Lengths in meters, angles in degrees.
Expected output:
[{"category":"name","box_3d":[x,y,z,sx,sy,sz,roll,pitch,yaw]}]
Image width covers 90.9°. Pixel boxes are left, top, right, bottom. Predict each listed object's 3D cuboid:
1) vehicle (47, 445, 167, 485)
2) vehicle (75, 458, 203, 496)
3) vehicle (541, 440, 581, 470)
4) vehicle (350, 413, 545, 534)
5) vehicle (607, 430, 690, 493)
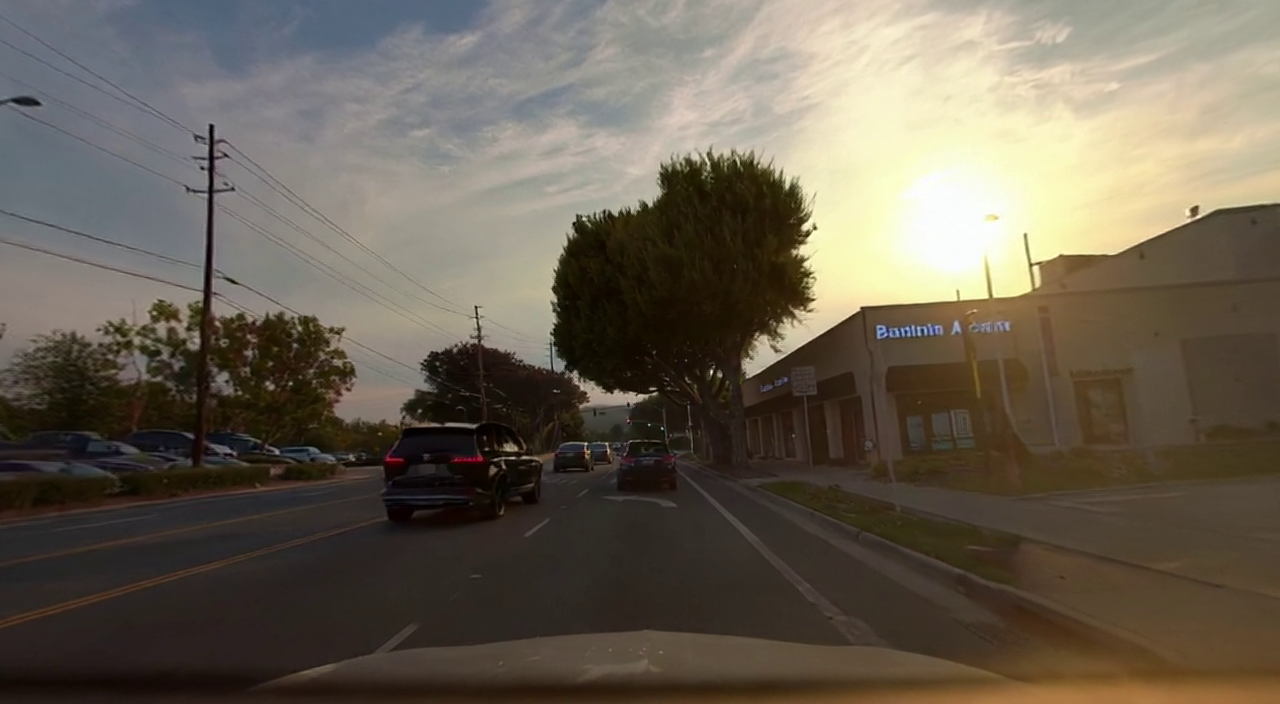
[{"category":"vehicle","box_3d":[-29.304,6.193,34.751,4.703,2.084,2.143,0,-9,4]},{"category":"vehicle","box_3d":[-23.033,5.725,29.250,1.862,1.468,4.708,0,-8,4]},{"category":"vehicle","box_3d":[-4.780,6.265,38.503,1.862,1.694,4.315,0,-8,0]},{"category":"vehicle","box_3d":[-3.398,2.271,12.478,2.064,1.859,5.154,0,-8,2]},{"category":"vehicle","box_3d":[0.221,3.115,18.291,2.108,1.612,4.246,0,-8,0]}]
